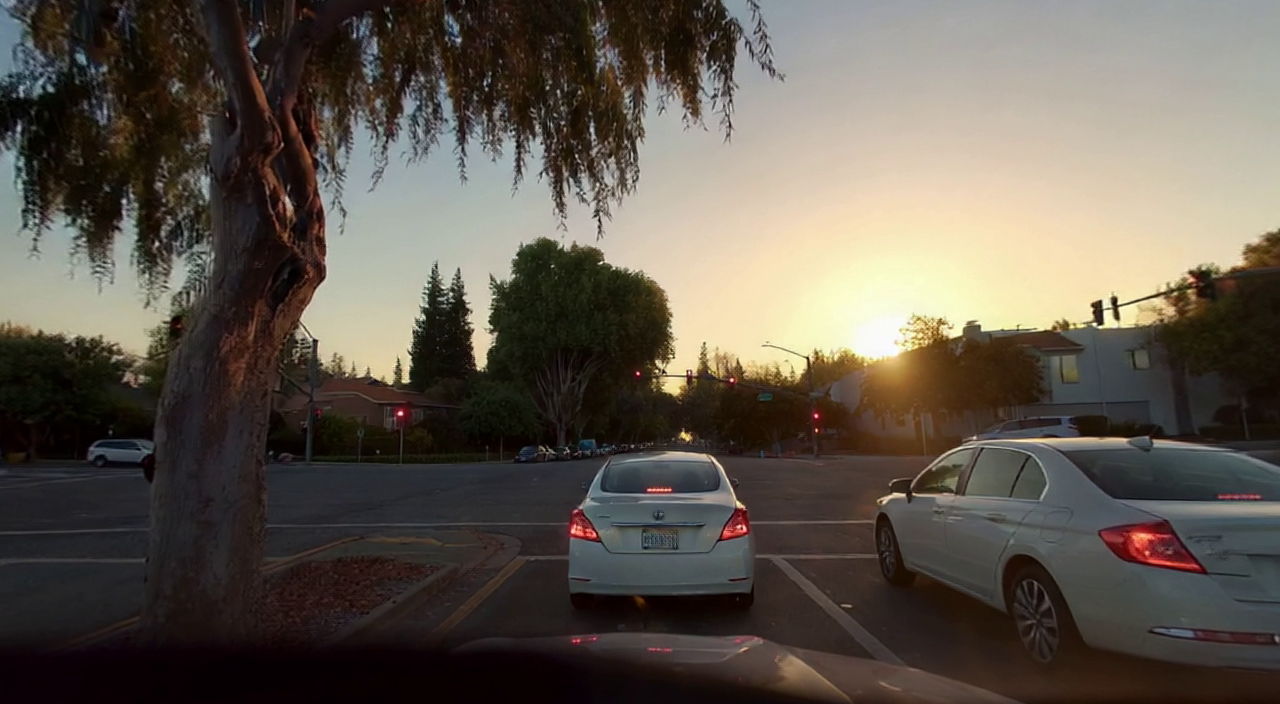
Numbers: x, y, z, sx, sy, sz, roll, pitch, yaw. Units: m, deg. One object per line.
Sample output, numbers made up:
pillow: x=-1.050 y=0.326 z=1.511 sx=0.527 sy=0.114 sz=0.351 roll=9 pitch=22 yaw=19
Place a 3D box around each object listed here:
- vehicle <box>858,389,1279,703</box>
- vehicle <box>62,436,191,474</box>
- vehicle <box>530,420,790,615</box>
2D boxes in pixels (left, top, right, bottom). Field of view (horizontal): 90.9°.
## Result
vehicle: x=3.180 y=1.124 z=3.896 sx=1.931 sy=1.493 sz=4.555 roll=0 pitch=-8 yaw=-1
vehicle: x=-24.314 y=4.885 z=29.987 sx=4.450 sy=1.684 sz=1.894 roll=0 pitch=-8 yaw=0
vehicle: x=0.112 y=1.564 z=6.877 sx=2.017 sy=1.485 sz=3.813 roll=0 pitch=-8 yaw=-1
